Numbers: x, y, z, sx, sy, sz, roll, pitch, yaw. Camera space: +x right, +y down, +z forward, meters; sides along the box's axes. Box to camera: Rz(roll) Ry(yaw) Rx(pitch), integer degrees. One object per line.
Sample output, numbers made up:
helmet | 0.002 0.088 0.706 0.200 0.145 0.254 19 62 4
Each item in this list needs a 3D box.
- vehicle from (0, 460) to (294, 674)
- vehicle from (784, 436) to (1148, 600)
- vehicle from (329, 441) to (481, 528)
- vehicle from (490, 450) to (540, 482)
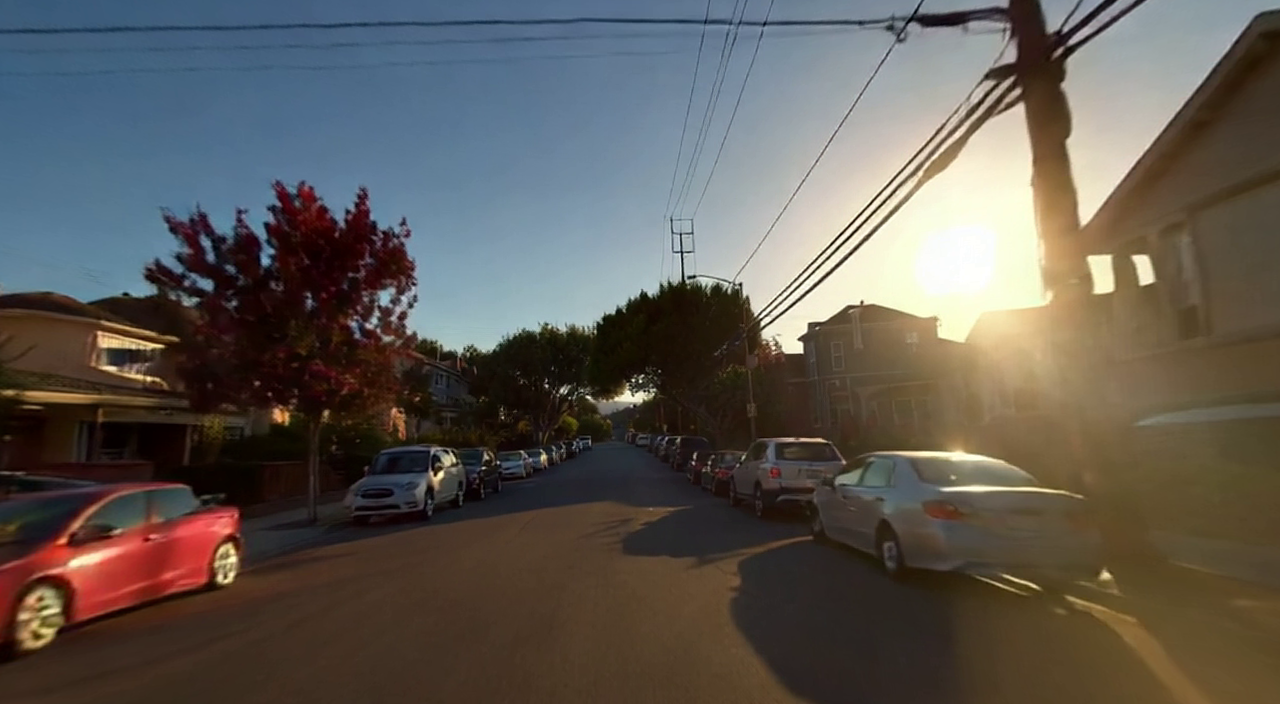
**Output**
vehicle | -5.588 2.017 6.582 1.852 1.463 4.441 -5 -11 -6
vehicle | 3.660 1.939 8.453 2.174 1.504 4.809 0 -9 -2
vehicle | -6.170 3.516 17.575 2.184 1.958 5.757 0 -9 -2
vehicle | -6.808 6.229 34.970 2.002 1.585 5.080 0 -9 -3
